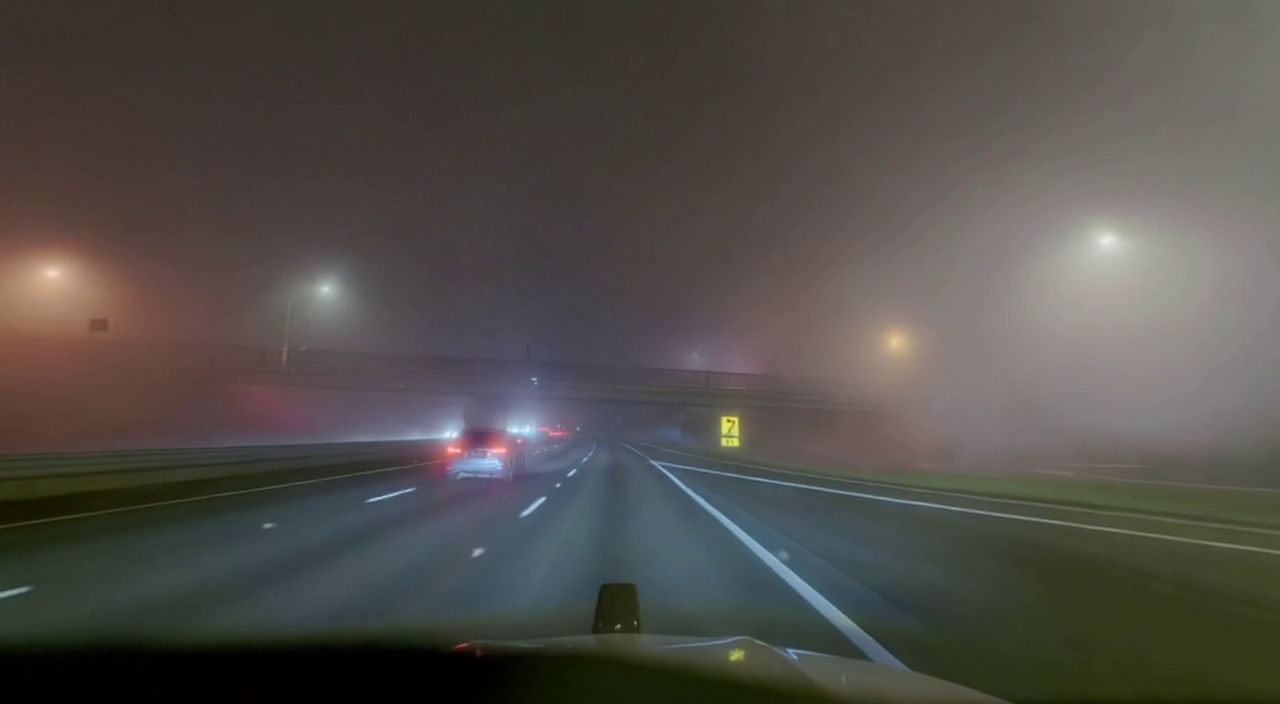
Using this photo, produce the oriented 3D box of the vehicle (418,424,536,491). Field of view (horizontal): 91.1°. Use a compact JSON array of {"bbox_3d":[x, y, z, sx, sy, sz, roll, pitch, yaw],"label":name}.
[{"bbox_3d":[-4.371,2.916,17.799,2.123,1.601,4.887,0,-8,-1],"label":"vehicle"}]
